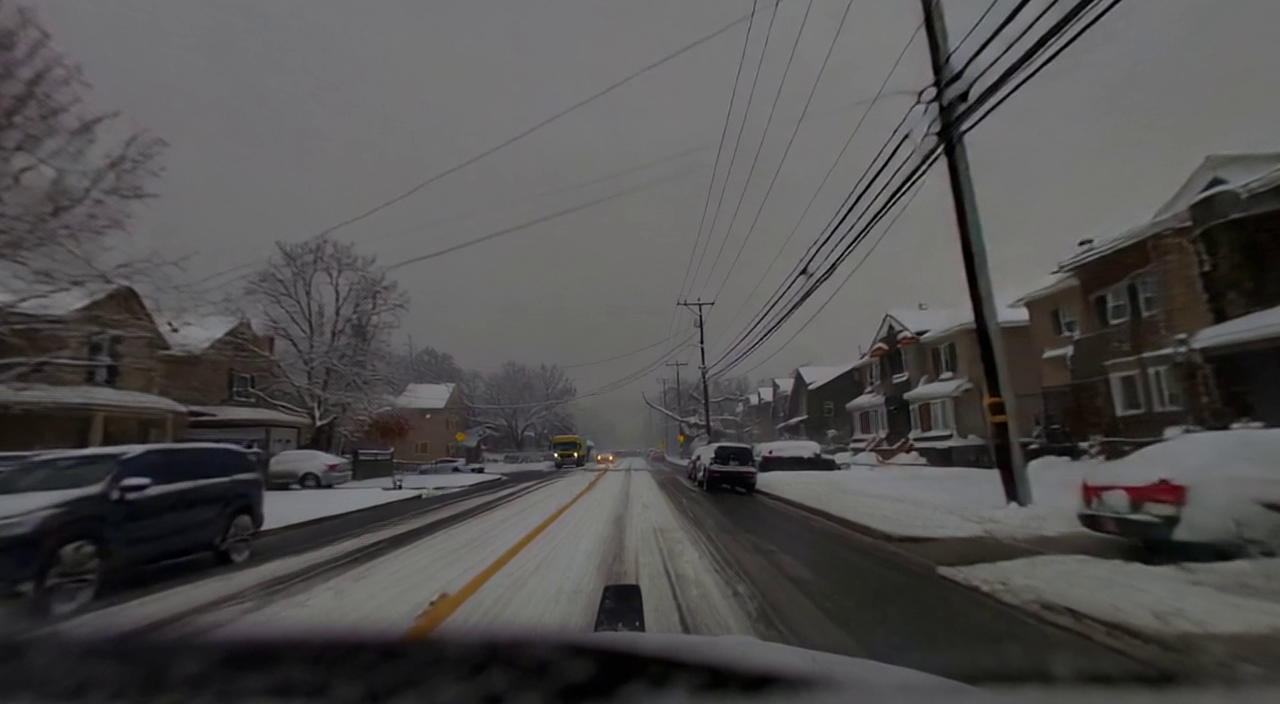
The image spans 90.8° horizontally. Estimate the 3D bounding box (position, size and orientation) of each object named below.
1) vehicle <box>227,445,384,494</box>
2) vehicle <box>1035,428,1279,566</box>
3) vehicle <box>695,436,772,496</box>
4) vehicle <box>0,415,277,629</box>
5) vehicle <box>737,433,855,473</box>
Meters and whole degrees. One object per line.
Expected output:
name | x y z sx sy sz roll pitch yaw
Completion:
vehicle | -11.898 4.193 22.720 4.480 1.665 1.930 0 -8 -1
vehicle | 7.869 1.704 7.831 4.511 1.438 2.116 0 -8 -1
vehicle | 3.007 3.757 21.124 1.945 1.792 3.903 0 -8 -1
vehicle | -6.373 1.753 7.024 2.056 1.741 4.532 -2 -10 -1
vehicle | 7.646 5.013 31.381 5.288 1.871 2.148 0 -8 1
